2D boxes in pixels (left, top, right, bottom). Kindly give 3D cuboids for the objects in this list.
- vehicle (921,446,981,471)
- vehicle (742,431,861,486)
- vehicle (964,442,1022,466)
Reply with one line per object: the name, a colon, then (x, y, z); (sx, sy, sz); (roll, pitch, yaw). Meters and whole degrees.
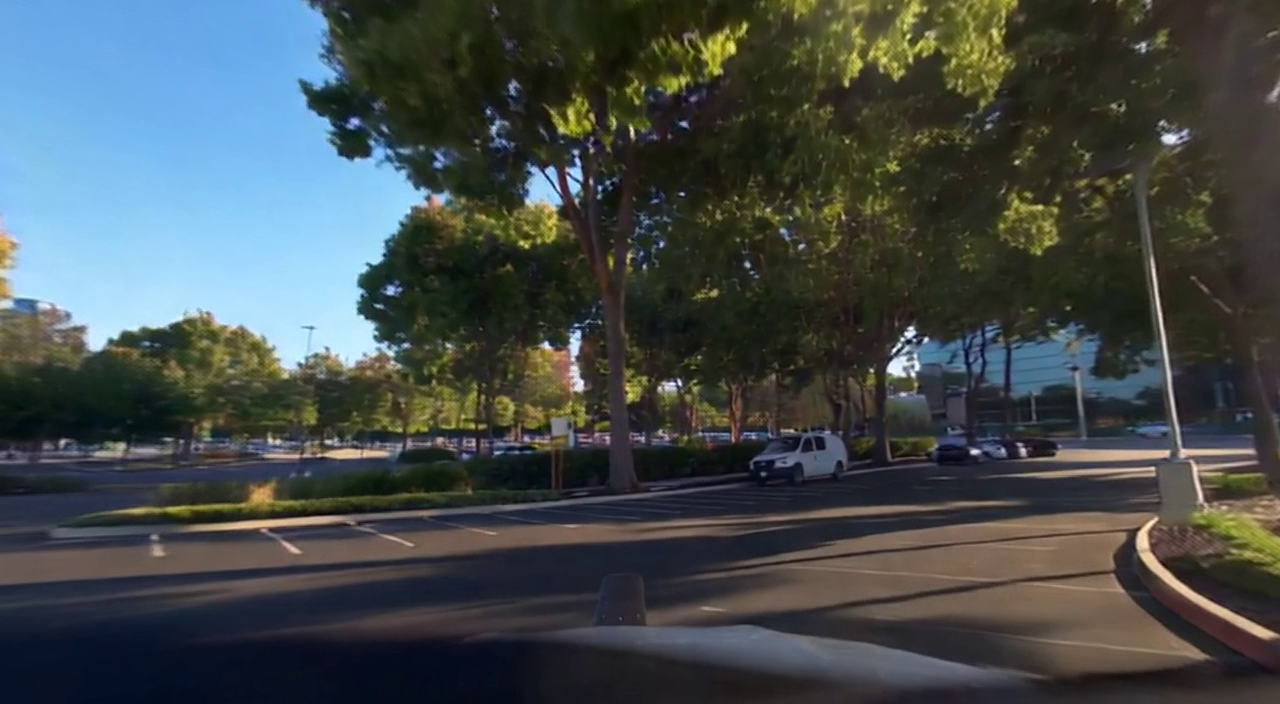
vehicle: (19.290, 6.580, 39.170); (3.630, 1.191, 1.938); (6, -17, -42)
vehicle: (7.301, 4.728, 28.266); (5.547, 2.193, 2.433); (8, -12, -42)
vehicle: (24.168, 6.961, 43.150); (4.383, 1.525, 2.038); (8, -12, -41)
